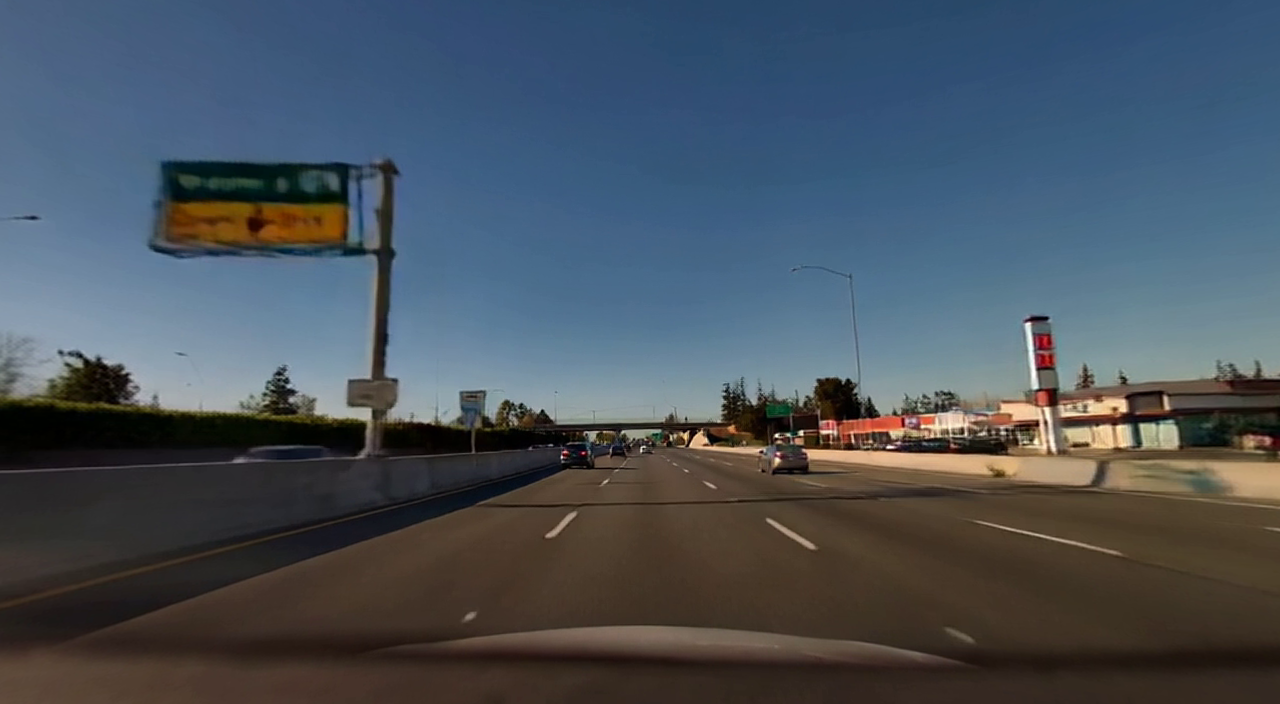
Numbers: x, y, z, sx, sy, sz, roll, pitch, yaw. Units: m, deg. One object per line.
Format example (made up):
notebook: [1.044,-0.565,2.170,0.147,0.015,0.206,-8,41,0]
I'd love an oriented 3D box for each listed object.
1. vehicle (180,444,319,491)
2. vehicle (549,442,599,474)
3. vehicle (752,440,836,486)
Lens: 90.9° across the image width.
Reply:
vehicle: [-14.263,4.224,23.424,2.283,1.536,4.403,-1,-9,1]
vehicle: [-3.301,5.416,32.387,2.114,1.510,4.186,-1,-9,1]
vehicle: [5.464,3.993,23.090,1.909,1.467,4.940,-1,-9,1]
